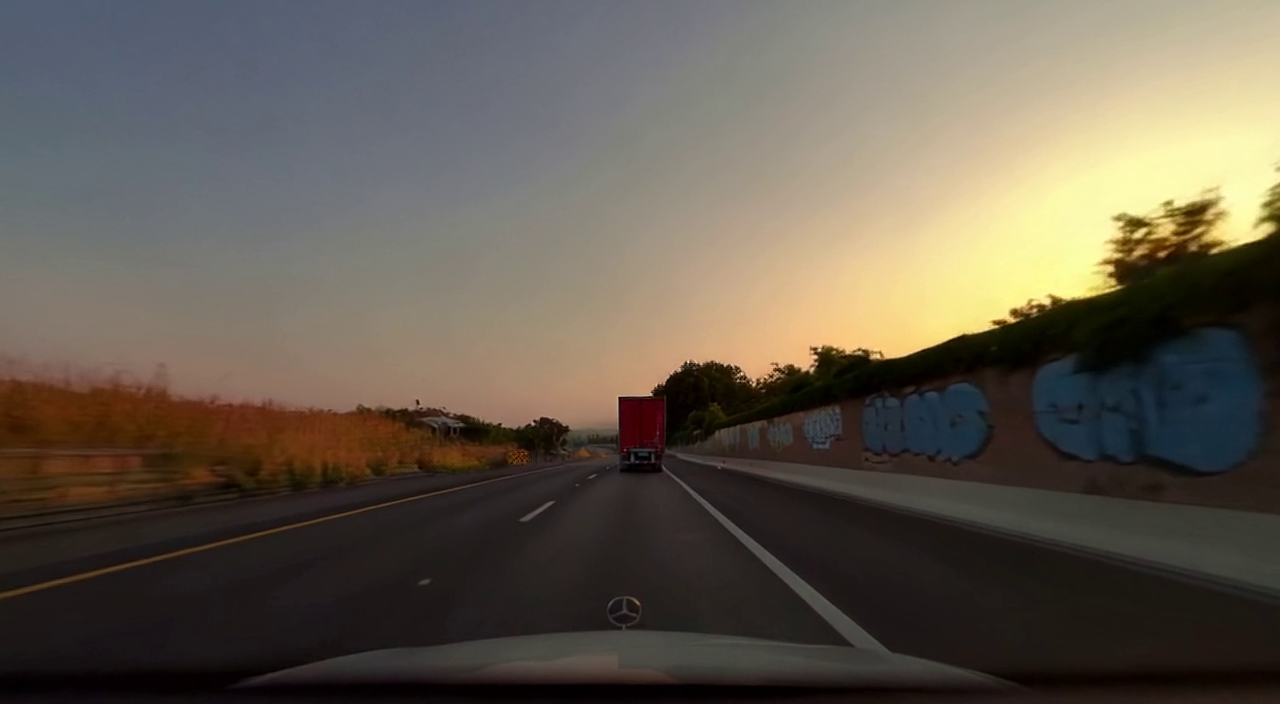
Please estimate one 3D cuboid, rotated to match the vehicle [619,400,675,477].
[{"bbox_3d":[0.273,5.250,37.701,2.900,3.955,10.151,0,-9,-1],"label":"vehicle"}]
